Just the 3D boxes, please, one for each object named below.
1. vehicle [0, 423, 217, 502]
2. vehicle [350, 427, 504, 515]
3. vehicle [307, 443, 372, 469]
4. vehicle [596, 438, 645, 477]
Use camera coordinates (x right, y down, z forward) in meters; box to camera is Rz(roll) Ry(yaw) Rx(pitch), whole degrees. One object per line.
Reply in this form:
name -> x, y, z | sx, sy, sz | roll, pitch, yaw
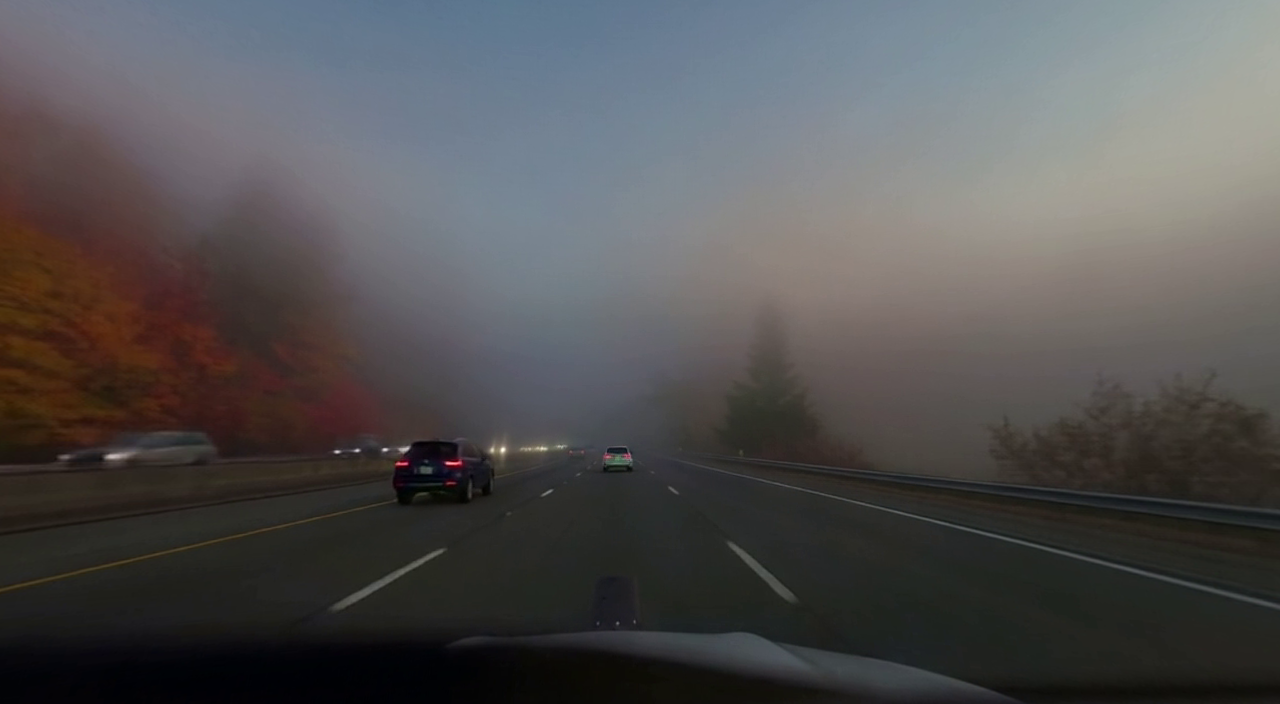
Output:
vehicle -> -13.029, 2.680, 15.489 | 2.045, 1.647, 4.454 | 0, -9, -1
vehicle -> -4.695, 2.699, 14.695 | 1.974, 1.688, 4.727 | 0, -9, -1
vehicle -> -18.363, 6.362, 38.503 | 1.836, 1.468, 4.497 | 0, -9, -1
vehicle -> -0.906, 4.853, 29.012 | 2.115, 1.661, 4.049 | 0, -9, -2
